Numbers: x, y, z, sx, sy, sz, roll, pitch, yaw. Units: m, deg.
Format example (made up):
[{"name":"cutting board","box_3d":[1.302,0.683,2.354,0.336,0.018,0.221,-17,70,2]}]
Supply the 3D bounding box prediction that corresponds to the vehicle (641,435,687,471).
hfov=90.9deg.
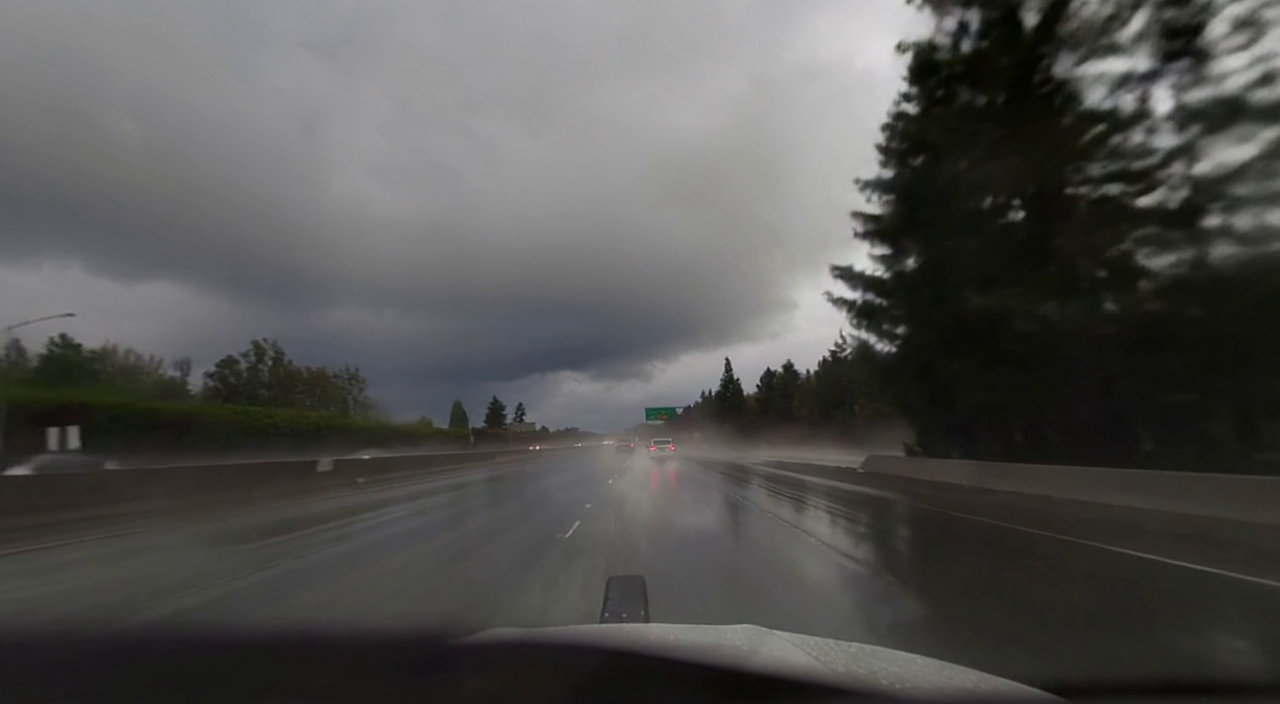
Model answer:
[{"name":"vehicle","box_3d":[1.188,5.363,33.575,2.260,1.766,4.348,0,-8,0]}]
